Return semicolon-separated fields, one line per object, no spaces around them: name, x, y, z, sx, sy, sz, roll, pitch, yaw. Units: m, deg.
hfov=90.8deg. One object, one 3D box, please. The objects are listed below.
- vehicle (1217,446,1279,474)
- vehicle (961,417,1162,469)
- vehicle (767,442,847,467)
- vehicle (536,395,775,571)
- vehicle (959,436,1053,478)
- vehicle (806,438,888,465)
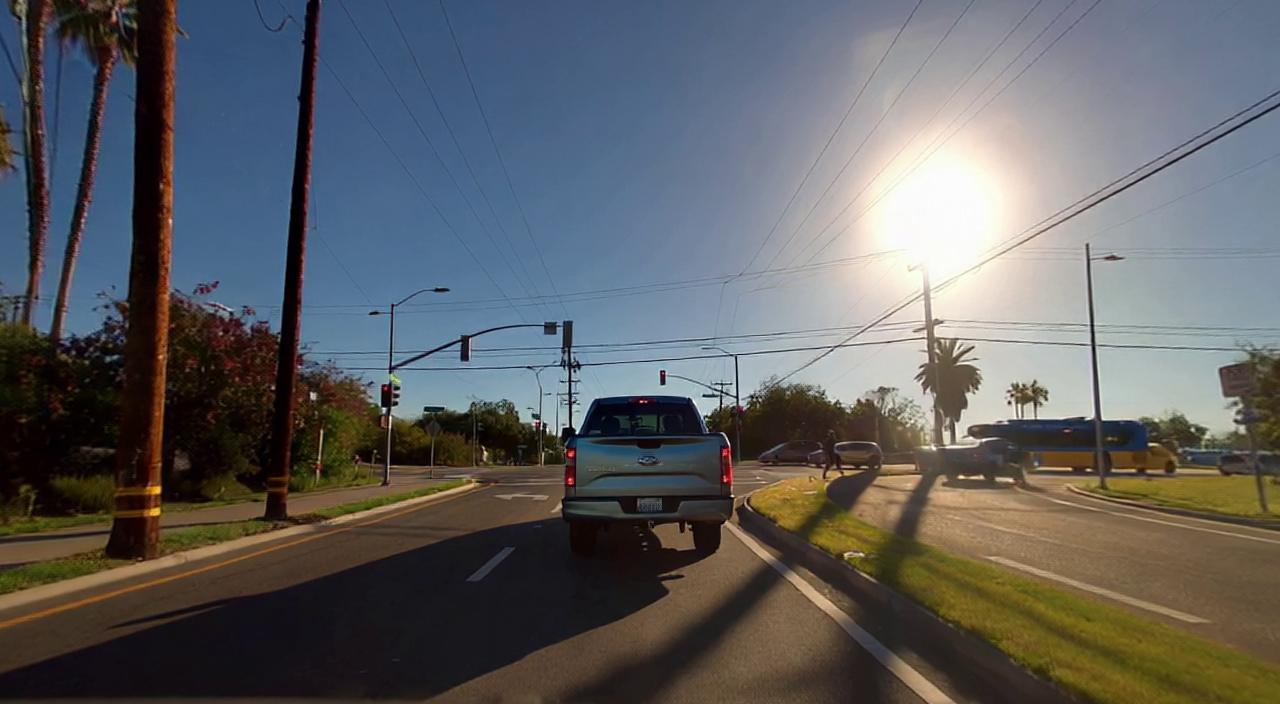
vehicle;41.382;7.001;41.262;5.426;1.728;1.999;0;-8;-2
vehicle;27.328;5.941;41.365;10.726;3.128;3.003;-1;-8;1
vehicle;10.834;6.662;41.197;4.578;1.490;1.935;0;-8;-2
vehicle;0.124;1.889;10.014;2.707;1.964;5.485;0;-8;-1
vehicle;14.590;4.122;25.085;2.060;1.496;4.520;-9;-12;44
vehicle;14.924;7.216;45.785;5.235;1.878;2.107;-1;-8;4
